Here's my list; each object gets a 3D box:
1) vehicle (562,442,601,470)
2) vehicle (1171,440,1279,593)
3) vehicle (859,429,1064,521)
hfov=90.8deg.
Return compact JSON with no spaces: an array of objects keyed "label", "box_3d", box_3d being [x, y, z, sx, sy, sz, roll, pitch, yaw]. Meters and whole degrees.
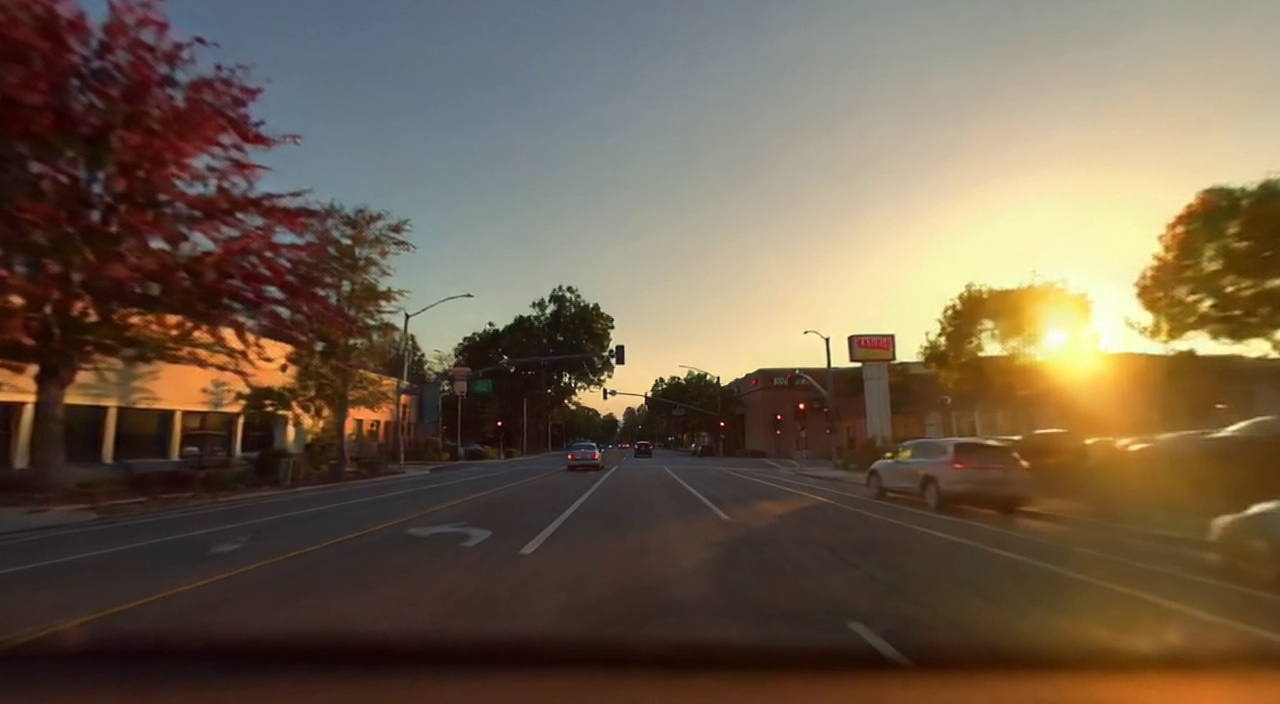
[{"label":"vehicle","box_3d":[-3.315,6.004,36.636,1.915,1.553,3.846,0,-8,0]},{"label":"vehicle","box_3d":[7.193,1.423,4.958,1.922,1.473,4.738,0,-8,0]},{"label":"vehicle","box_3d":[7.232,2.794,15.028,2.132,1.793,5.003,0,-8,-1]}]
